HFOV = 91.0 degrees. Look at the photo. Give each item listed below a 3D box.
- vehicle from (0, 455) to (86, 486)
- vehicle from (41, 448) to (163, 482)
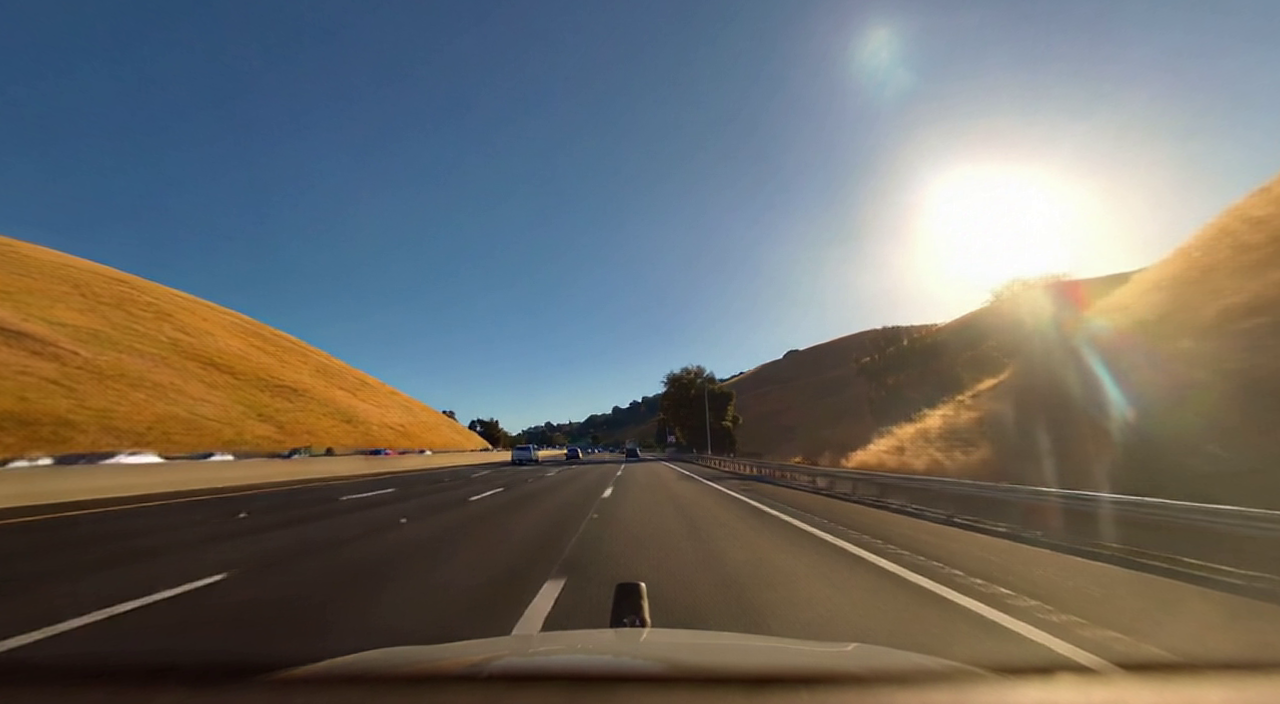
[{"bbox_3d":[-32.317,6.277,33.543,1.845,1.473,4.117,0,-9,-2],"label":"vehicle"},{"bbox_3d":[-28.429,5.946,33.572,1.972,1.641,5.205,0,-9,-1],"label":"vehicle"}]
